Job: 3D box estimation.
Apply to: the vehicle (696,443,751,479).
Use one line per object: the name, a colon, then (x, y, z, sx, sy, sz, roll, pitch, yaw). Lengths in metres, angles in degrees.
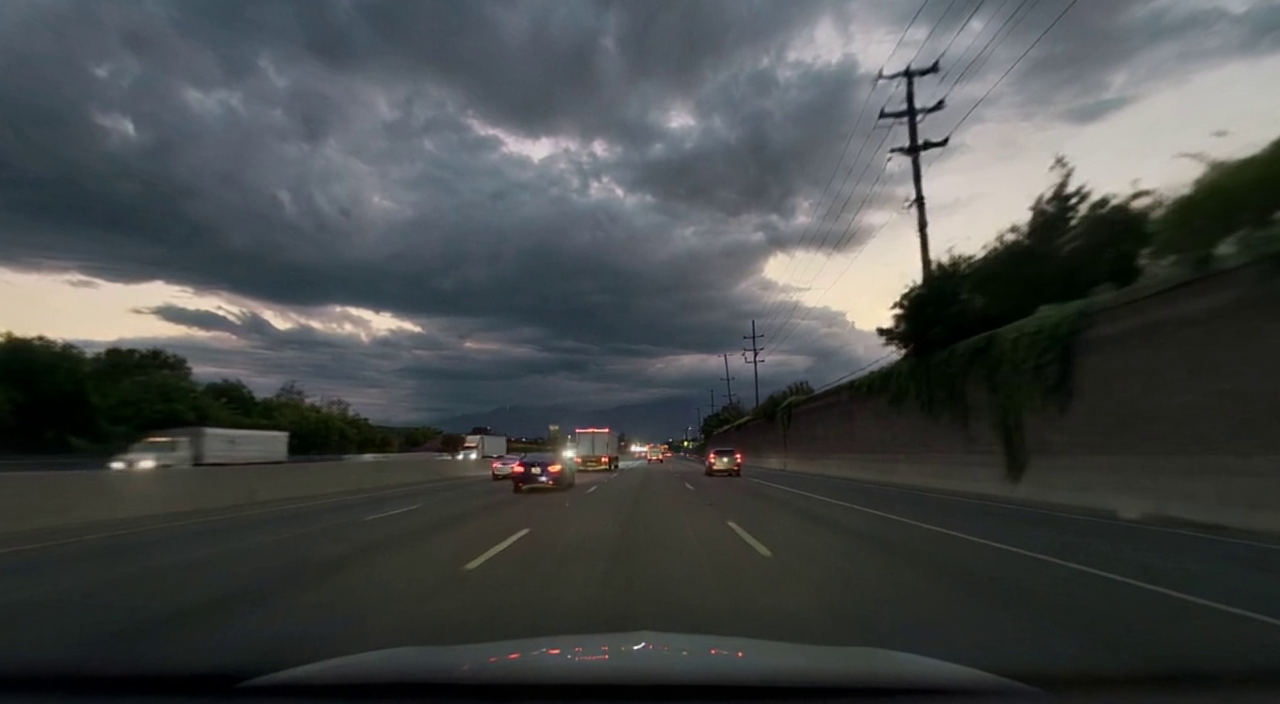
vehicle: (4.427, 5.872, 34.171, 2.214, 1.799, 4.627, 0, -9, -1)

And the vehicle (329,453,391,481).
vehicle: (-15.196, 6.247, 34.383, 1.696, 1.417, 3.621, 0, -9, 1)

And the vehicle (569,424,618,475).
vehicle: (-3.048, 6.622, 42.965, 2.632, 3.153, 6.879, 0, -9, 2)

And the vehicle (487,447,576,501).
vehicle: (-3.250, 3.741, 19.719, 2.004, 1.498, 4.043, 0, -9, 1)

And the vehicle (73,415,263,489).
vehicle: (-23.640, 5.150, 32.471, 2.705, 3.261, 8.898, 0, -9, 1)
